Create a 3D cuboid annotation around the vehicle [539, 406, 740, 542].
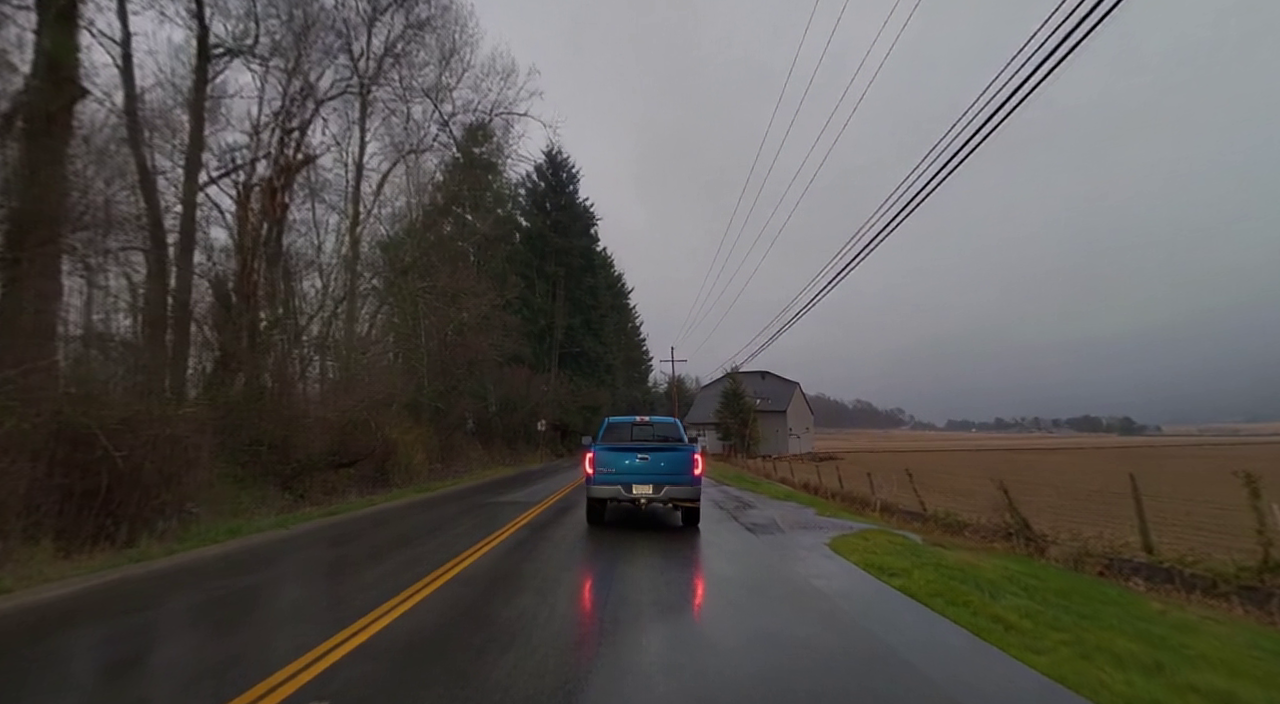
[{"bbox_3d":[-0.087,2.121,11.762,2.774,1.861,5.885,0,-8,-2],"label":"vehicle"}]
